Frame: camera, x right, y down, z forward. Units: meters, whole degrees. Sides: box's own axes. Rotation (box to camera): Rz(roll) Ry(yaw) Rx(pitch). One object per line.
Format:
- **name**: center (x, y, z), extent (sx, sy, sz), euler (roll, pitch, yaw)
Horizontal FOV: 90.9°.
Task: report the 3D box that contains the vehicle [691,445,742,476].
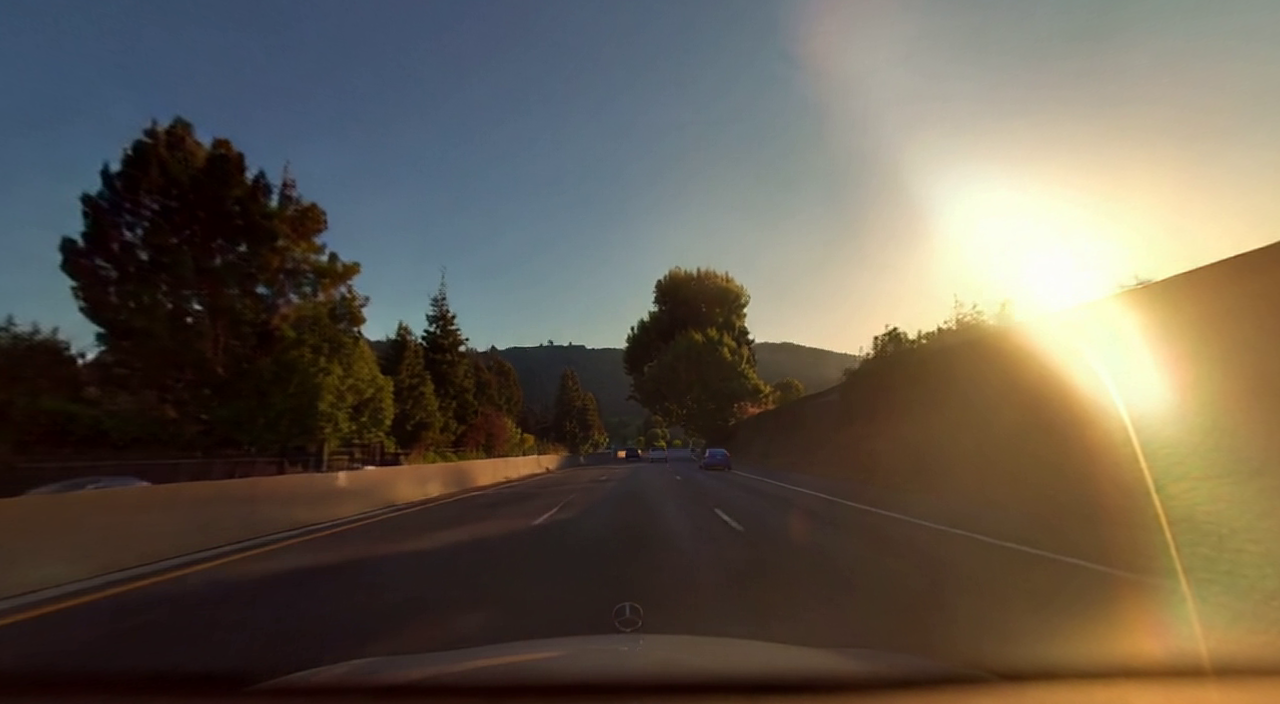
- **vehicle**: center (4.037, 5.816, 33.888), extent (2.175, 1.574, 3.943), euler (0, -9, 0)
